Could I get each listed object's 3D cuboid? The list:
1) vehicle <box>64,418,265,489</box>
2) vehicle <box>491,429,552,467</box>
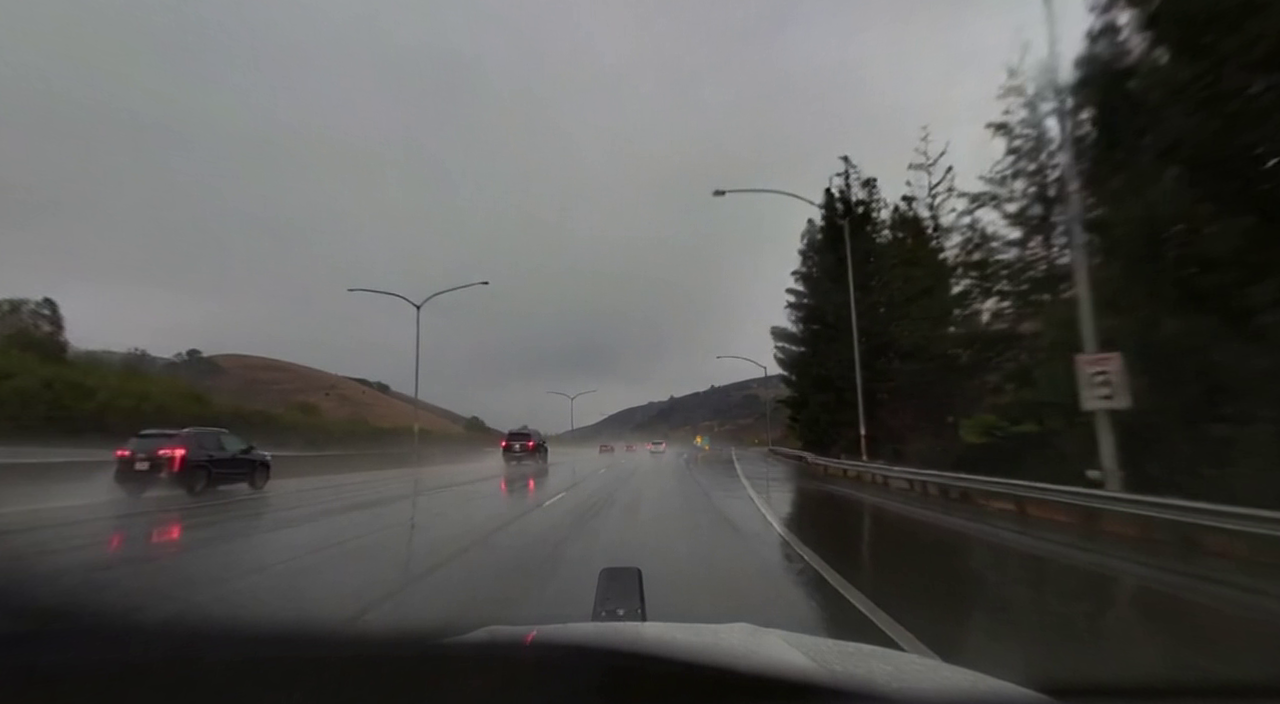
[{"bbox_3d":[-13.766,2.998,18.773,2.079,1.822,4.893,0,-9,1],"label":"vehicle"},{"bbox_3d":[-6.369,5.266,34.554,2.219,1.947,4.924,0,-9,2],"label":"vehicle"}]
